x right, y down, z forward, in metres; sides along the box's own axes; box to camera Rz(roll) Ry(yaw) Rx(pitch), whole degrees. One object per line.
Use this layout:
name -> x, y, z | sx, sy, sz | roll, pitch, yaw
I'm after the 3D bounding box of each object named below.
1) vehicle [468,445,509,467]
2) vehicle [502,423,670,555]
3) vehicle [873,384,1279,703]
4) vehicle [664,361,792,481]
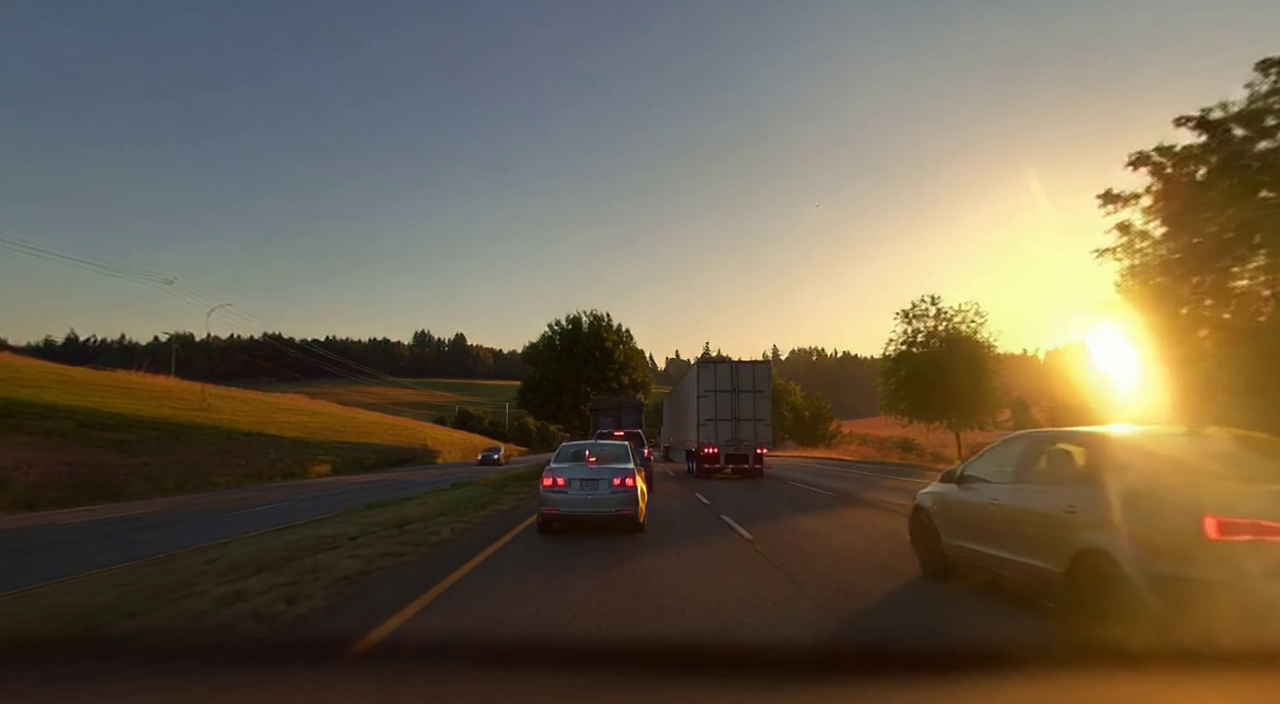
vehicle -> -11.589, 7.942, 48.352 | 2.029, 1.617, 4.260 | 0, -8, 2
vehicle -> -0.695, 1.936, 9.611 | 2.009, 1.554, 4.013 | 0, -8, -1
vehicle -> 3.595, 1.187, 4.603 | 1.960, 1.515, 4.713 | 0, -8, 0
vehicle -> 3.469, 3.630, 30.956 | 3.591, 4.290, 16.696 | 0, -8, -1
